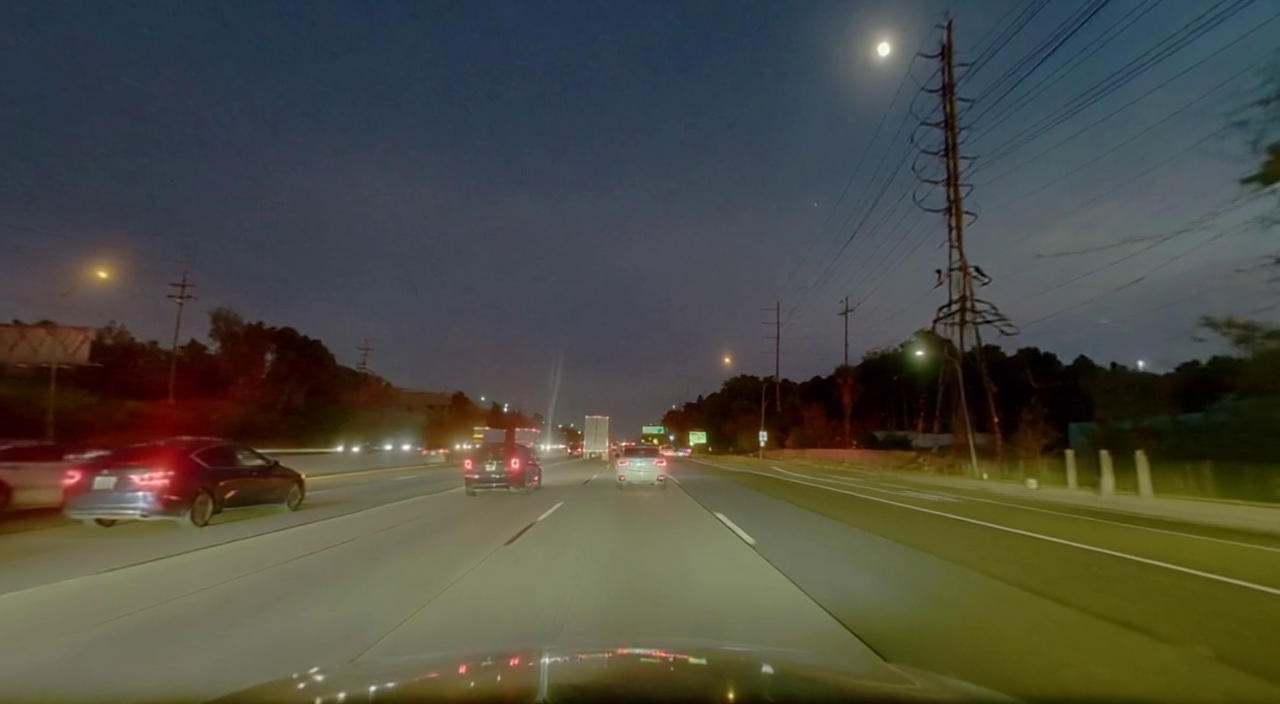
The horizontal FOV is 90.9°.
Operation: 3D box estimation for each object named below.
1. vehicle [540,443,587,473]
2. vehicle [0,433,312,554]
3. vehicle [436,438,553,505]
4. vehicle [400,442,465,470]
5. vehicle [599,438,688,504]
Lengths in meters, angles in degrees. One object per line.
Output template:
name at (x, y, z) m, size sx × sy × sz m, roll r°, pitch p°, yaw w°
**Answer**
vehicle at (-3.911, 5.483, 32.826) m, size 2.013 × 1.437 × 3.801 m, roll 0°, pitch -9°, yaw 0°
vehicle at (-7.359, 2.057, 9.941) m, size 1.867 × 1.445 × 4.499 m, roll 0°, pitch -9°, yaw 1°
vehicle at (-3.490, 2.944, 15.953) m, size 1.912 × 1.464 × 4.115 m, roll 0°, pitch -9°, yaw 1°
vehicle at (-11.974, 6.057, 36.779) m, size 2.089 × 1.500 × 4.780 m, roll 0°, pitch -9°, yaw 1°
vehicle at (0.025, 3.037, 16.568) m, size 2.018 × 1.470 × 4.491 m, roll 0°, pitch -9°, yaw -1°
